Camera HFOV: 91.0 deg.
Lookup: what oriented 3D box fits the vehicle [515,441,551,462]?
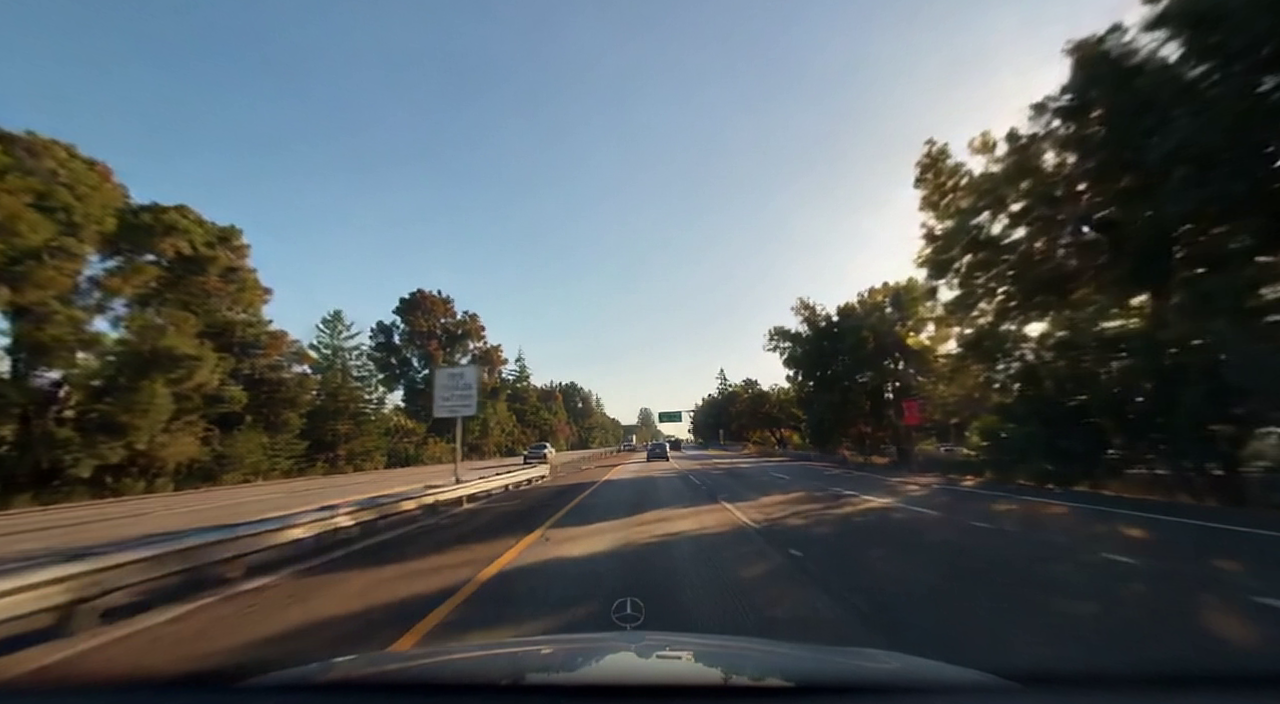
[{"bbox_3d":[-7.905,7.357,46.655,1.865,1.485,3.974,0,-8,2],"label":"vehicle"}]

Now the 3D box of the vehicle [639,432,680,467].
[{"bbox_3d":[1.202,5.934,38.462,2.301,1.944,4.554,-1,-8,2],"label":"vehicle"}]
